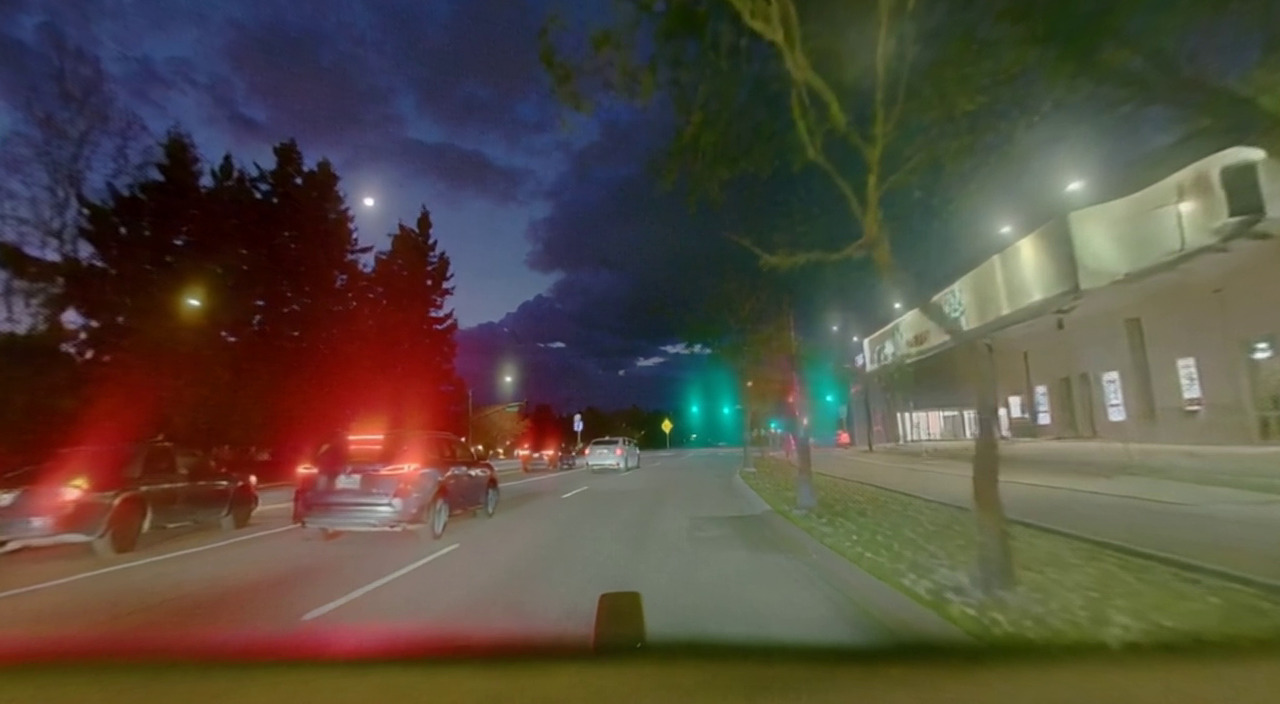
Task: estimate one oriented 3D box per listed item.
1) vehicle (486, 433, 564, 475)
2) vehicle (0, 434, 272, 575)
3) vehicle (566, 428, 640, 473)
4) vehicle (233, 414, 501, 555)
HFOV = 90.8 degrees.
[{"bbox_3d":[-5.296,4.785,29.870,2.160,1.779,4.549,-2,-8,10],"label":"vehicle"},{"bbox_3d":[-7.622,2.023,9.197,1.974,1.558,3.949,-1,-8,3],"label":"vehicle"},{"bbox_3d":[-1.535,4.392,28.255,2.167,1.832,4.679,-2,-9,11],"label":"vehicle"},{"bbox_3d":[-3.747,1.889,9.679,2.002,1.664,4.113,-1,-8,4],"label":"vehicle"}]
